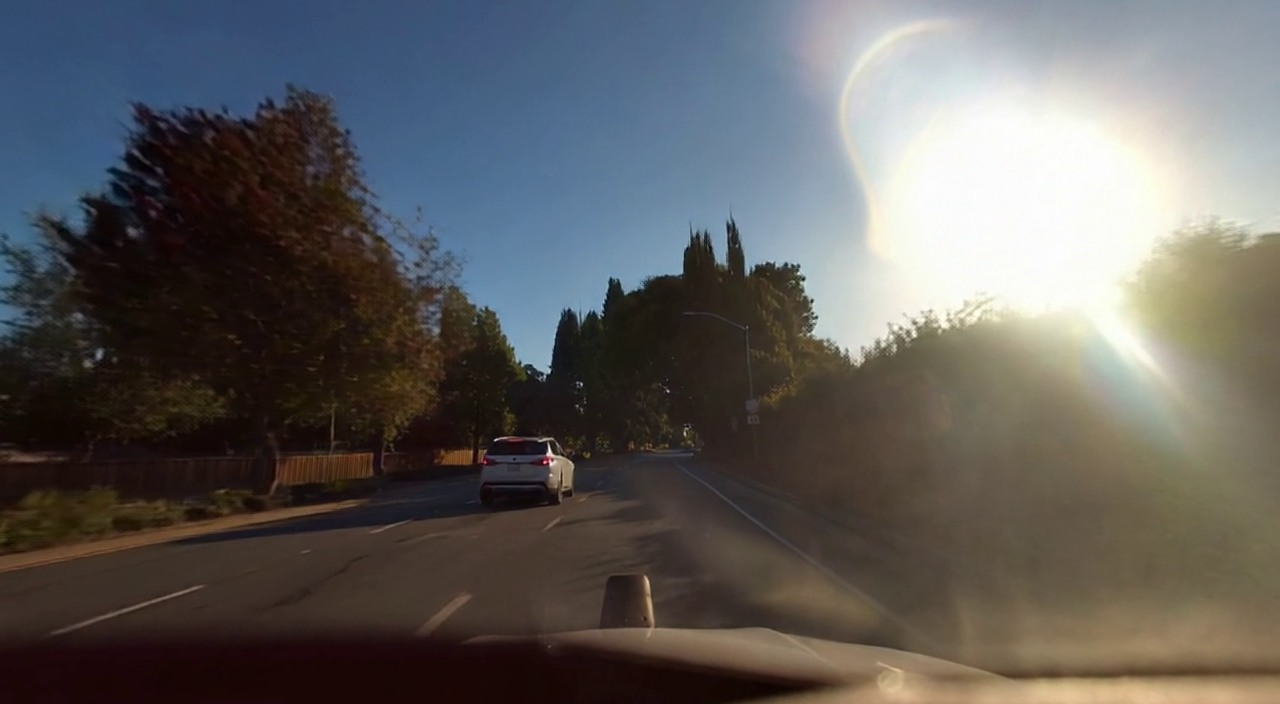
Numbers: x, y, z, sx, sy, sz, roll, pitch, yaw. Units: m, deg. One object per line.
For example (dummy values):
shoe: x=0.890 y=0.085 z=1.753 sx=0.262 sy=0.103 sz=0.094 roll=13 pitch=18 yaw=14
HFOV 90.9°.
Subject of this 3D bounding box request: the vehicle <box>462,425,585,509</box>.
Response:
vehicle: x=-2.833 y=2.932 z=16.557 sx=2.160 sy=1.855 sz=4.695 roll=0 pitch=-8 yaw=2
